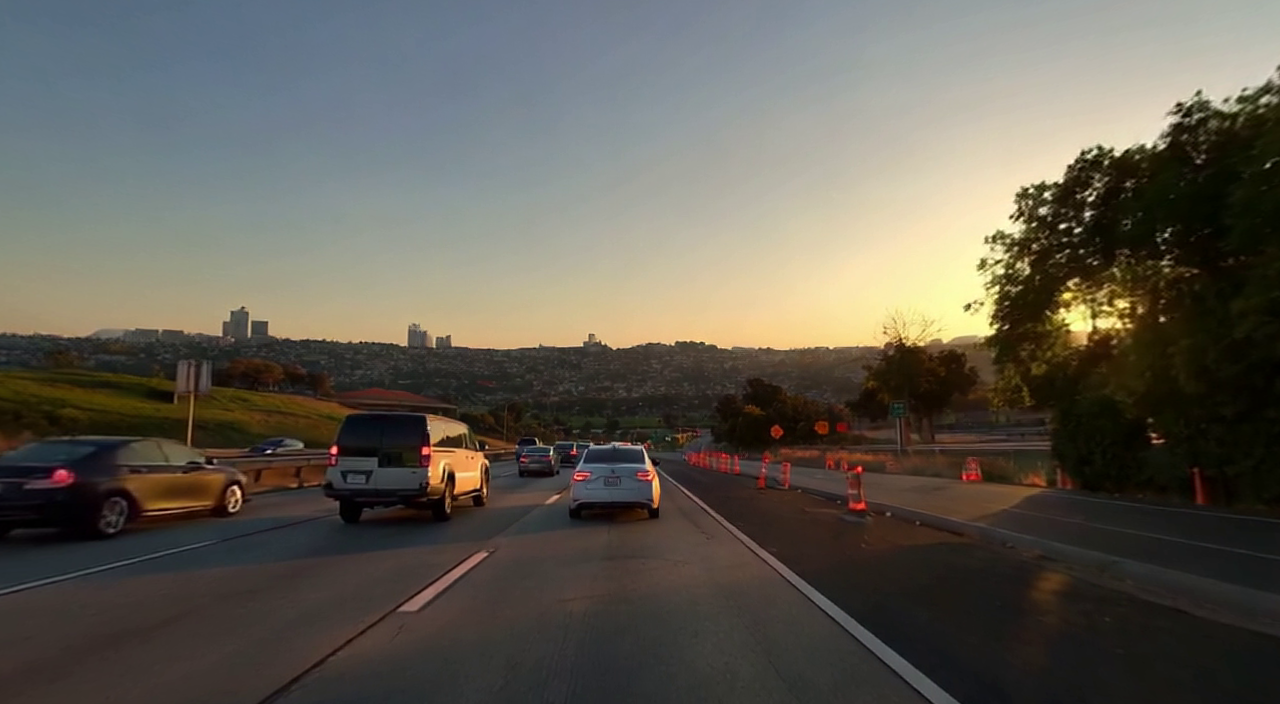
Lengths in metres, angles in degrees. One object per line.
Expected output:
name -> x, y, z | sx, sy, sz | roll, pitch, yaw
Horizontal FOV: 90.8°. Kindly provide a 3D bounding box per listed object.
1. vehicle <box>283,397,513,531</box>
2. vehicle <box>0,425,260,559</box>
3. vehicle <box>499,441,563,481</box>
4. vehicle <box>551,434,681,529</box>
vehicle -> -4.258, 2.130, 12.521 | 2.324, 2.012, 5.740 | 0, -9, -1
vehicle -> -7.933, 1.911, 9.357 | 1.930, 1.506, 4.279 | 0, -9, 0
vehicle -> -4.229, 4.274, 25.034 | 1.824, 1.459, 4.007 | 0, -9, 0
vehicle -> -0.426, 2.367, 12.101 | 2.069, 1.484, 3.918 | 0, -9, -1
